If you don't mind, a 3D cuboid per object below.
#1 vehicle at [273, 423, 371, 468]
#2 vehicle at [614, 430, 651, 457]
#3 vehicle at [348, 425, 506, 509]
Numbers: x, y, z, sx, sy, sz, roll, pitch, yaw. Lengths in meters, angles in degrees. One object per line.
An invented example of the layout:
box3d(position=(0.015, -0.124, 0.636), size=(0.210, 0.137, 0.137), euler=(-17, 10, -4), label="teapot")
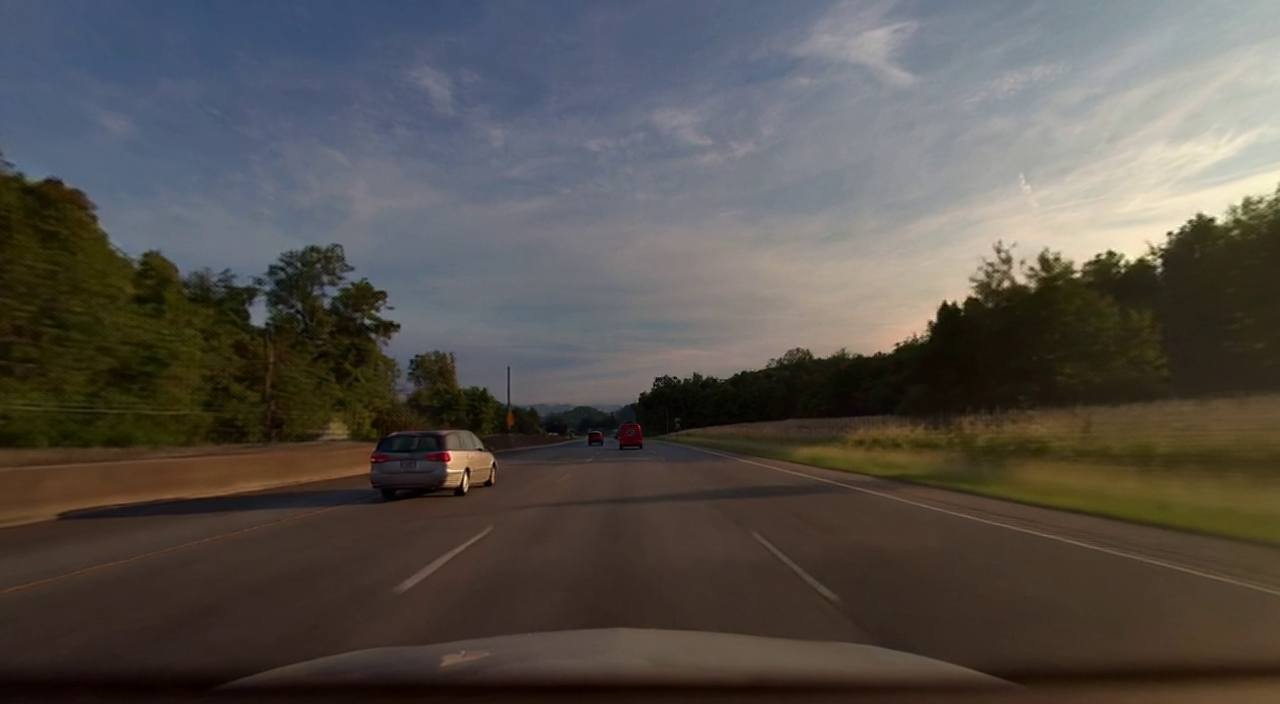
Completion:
box3d(position=(-12.856, 3.788, 25.797), size=(1.893, 1.689, 4.182), euler=(0, -8, -1), label="vehicle")
box3d(position=(-0.485, 5.782, 39.906), size=(2.162, 1.616, 4.242), euler=(0, -8, -1), label="vehicle")
box3d(position=(-4.251, 2.338, 13.384), size=(1.931, 1.483, 4.105), euler=(0, -8, 0), label="vehicle")
